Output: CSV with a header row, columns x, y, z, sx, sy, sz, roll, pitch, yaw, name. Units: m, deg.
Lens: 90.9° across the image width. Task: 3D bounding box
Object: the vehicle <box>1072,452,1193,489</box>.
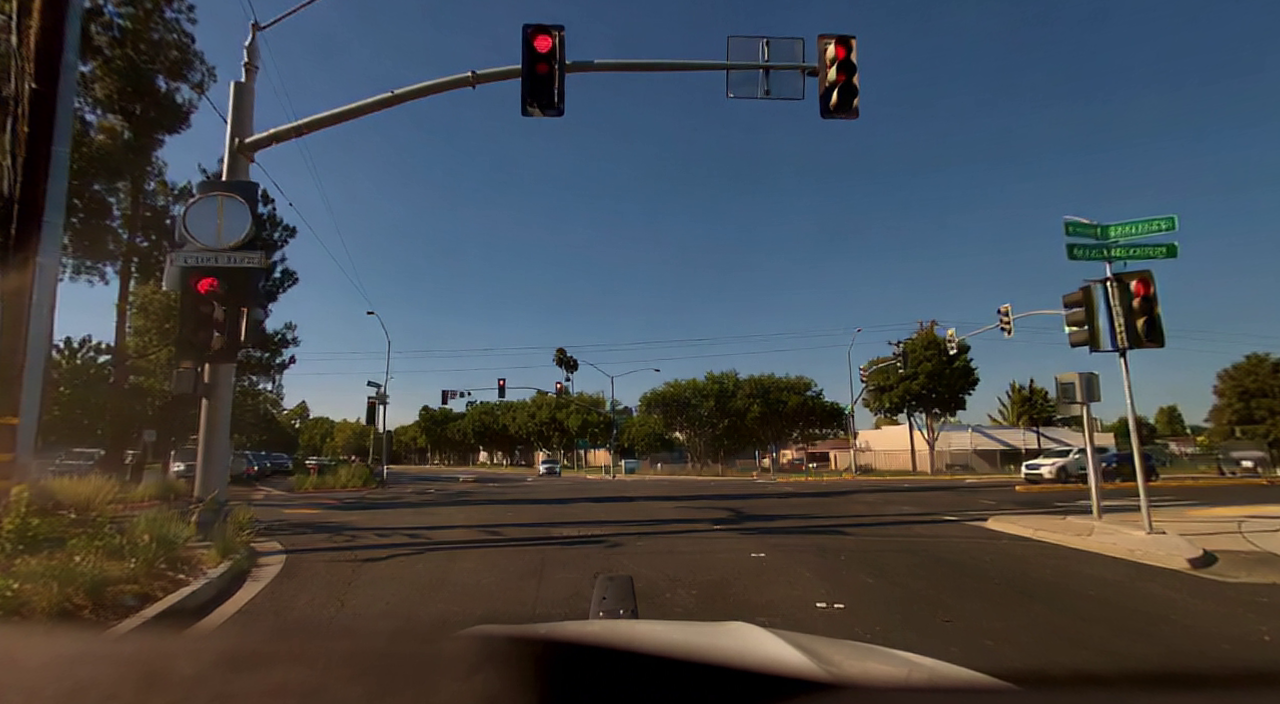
x,y,z,sx,sy,sz,roll,pitch,yaw,name
22.704,5.454,29.124,3.998,1.590,1.936,1,-10,-6,vehicle
